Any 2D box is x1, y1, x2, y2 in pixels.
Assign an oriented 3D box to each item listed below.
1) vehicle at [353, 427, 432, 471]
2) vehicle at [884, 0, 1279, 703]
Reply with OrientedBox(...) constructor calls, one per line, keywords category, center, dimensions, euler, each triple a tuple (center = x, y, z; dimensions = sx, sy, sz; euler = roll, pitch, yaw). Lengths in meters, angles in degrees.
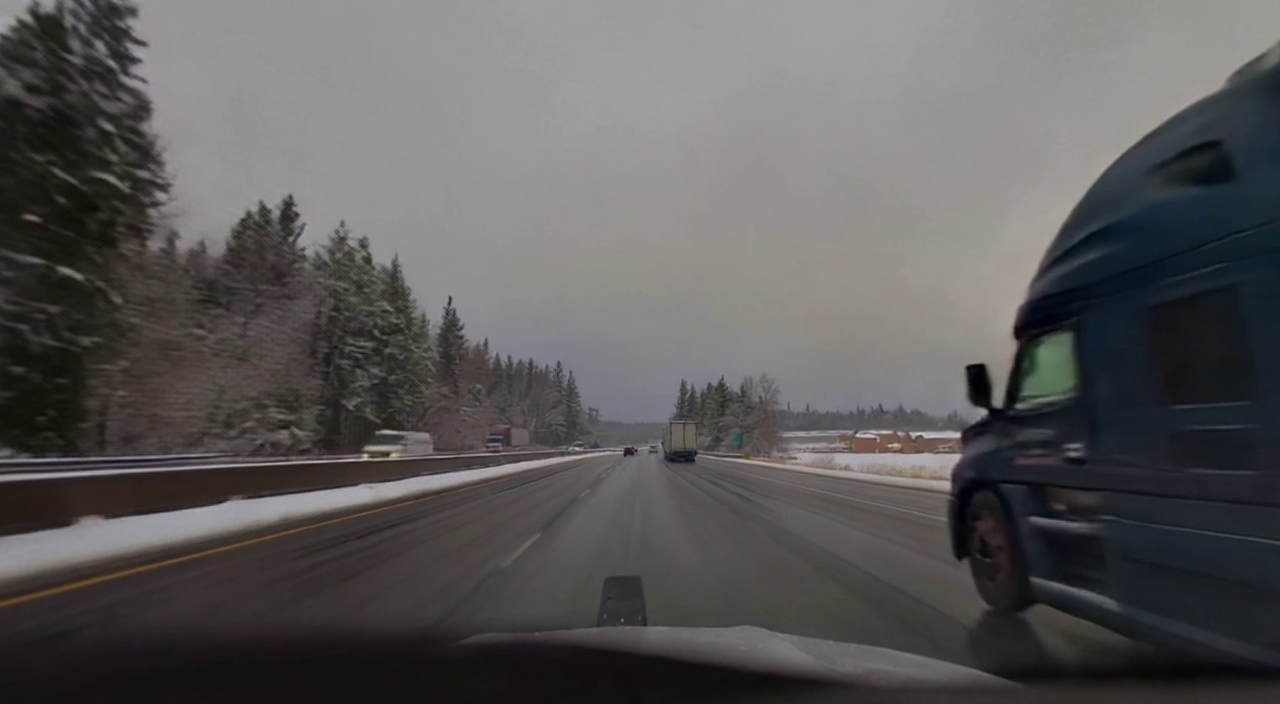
OrientedBox(category="vehicle", center=(-15.649, 6.231, 40.343), dimensions=(2.421, 2.540, 6.190), euler=(0, -9, 1))
OrientedBox(category="vehicle", center=(4.007, -0.109, 3.158), dimensions=(3.034, 3.898, 5.902), euler=(0, -9, 0))
